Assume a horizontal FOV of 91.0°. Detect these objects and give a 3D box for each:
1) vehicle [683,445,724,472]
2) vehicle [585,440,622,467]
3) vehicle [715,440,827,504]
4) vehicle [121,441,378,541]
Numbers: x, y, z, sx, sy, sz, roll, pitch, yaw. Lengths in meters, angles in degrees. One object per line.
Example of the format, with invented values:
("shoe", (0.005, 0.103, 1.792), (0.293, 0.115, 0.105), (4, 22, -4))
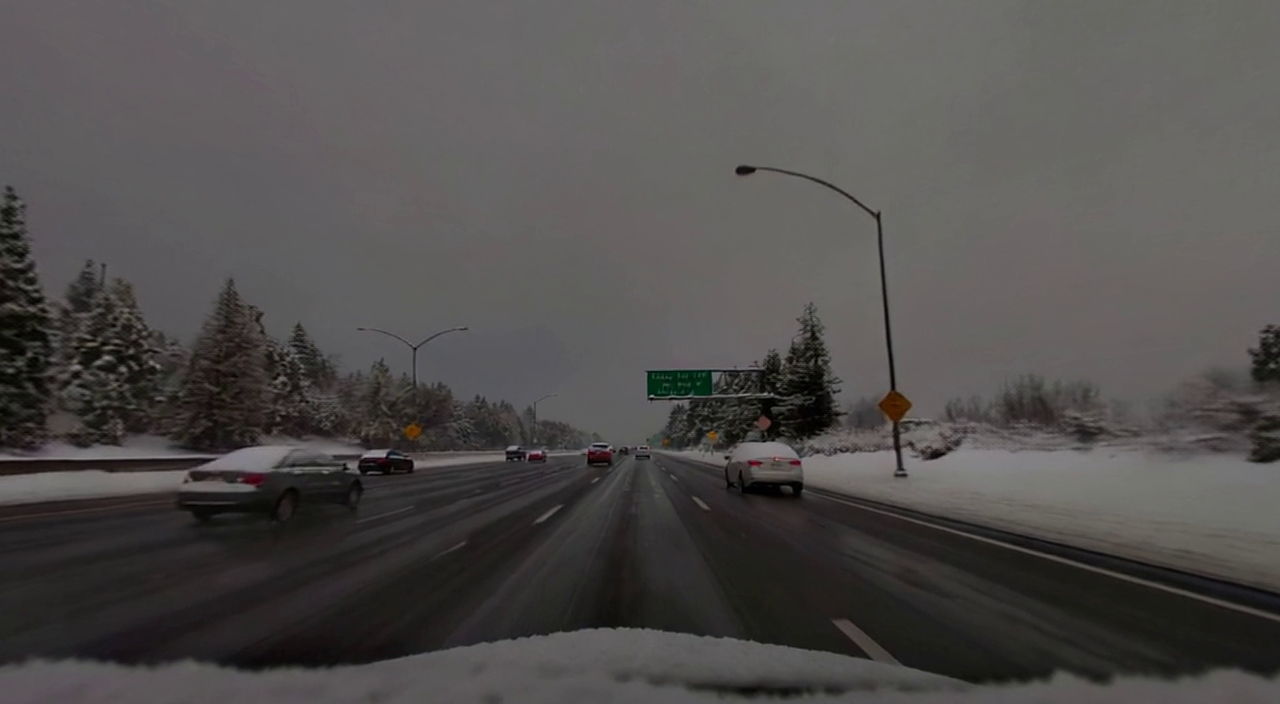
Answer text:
("vehicle", (3.729, 6.327, 37.558), (1.929, 1.485, 4.482), (0, -9, 0))
("vehicle", (-2.746, 7.846, 48.740), (2.449, 1.929, 5.503), (0, -9, 0))
("vehicle", (3.445, 3.251, 17.546), (2.126, 1.529, 4.438), (0, -9, 0))
("vehicle", (-7.080, 2.516, 12.197), (1.977, 1.529, 4.616), (0, -9, 0))
